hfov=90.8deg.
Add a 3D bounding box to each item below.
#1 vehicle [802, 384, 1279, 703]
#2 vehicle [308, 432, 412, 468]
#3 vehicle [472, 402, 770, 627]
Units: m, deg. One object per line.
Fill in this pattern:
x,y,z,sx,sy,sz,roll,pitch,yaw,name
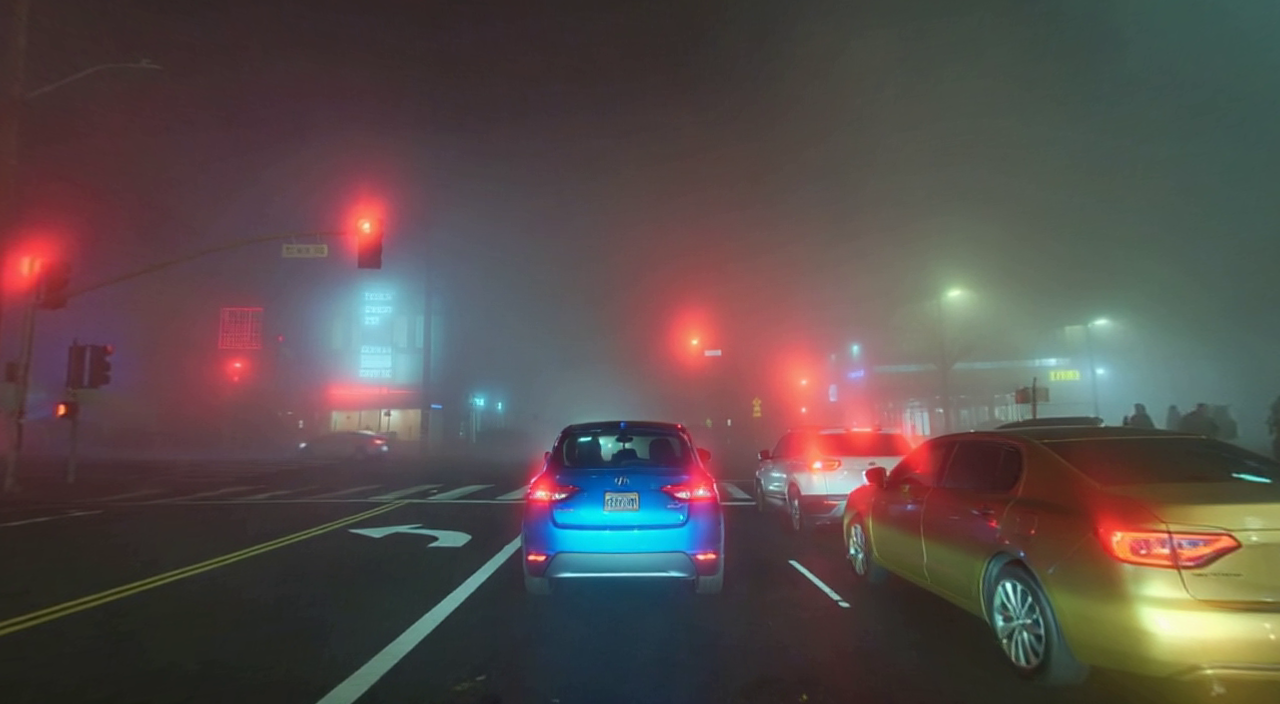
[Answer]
3.026,1.308,5.445,1.983,1.654,4.354,0,-8,-2,vehicle
-14.871,5.199,33.565,5.003,1.799,2.066,-4,-9,21,vehicle
-0.154,1.505,6.935,2.123,1.589,4.702,0,-8,0,vehicle
